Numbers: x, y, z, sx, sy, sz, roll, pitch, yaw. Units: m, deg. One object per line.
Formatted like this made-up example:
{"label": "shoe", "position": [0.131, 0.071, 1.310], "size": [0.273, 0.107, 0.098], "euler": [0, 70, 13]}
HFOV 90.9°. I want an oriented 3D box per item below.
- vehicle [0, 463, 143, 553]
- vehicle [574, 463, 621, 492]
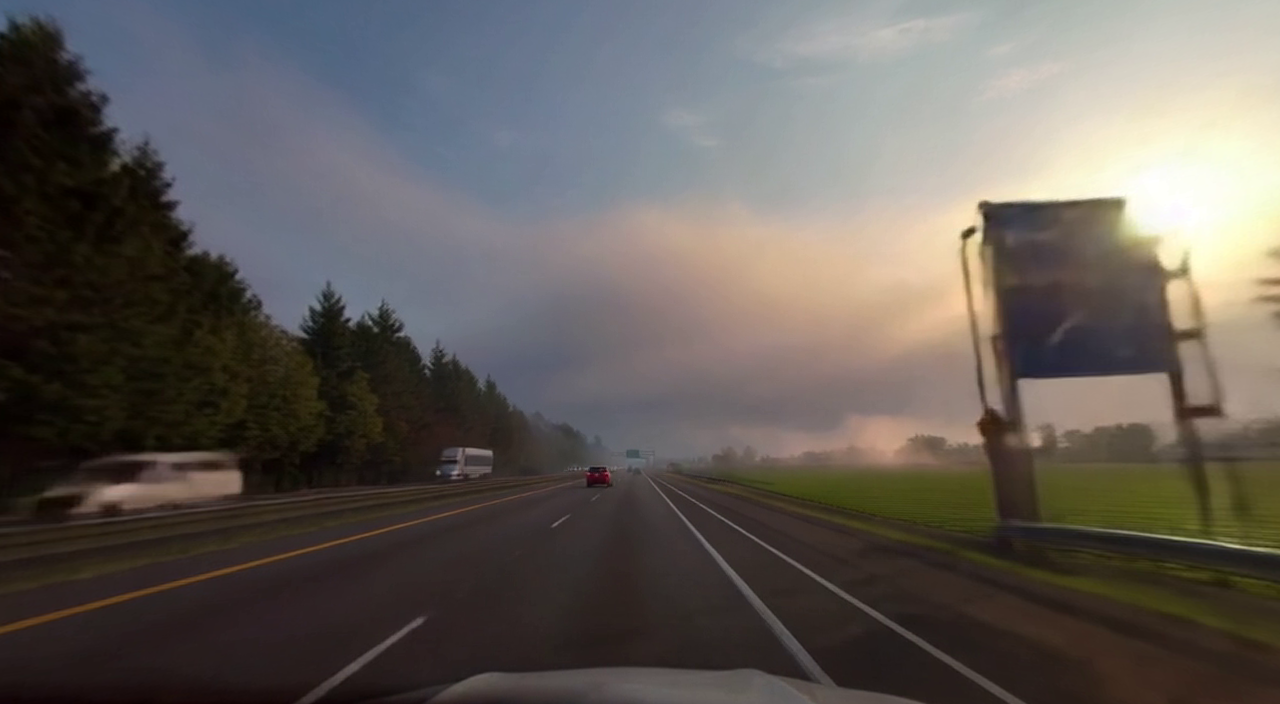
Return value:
{"label": "vehicle", "position": [-12.111, 2.929, 12.094], "size": [1.834, 1.541, 3.969], "euler": [1, -10, -1]}
{"label": "vehicle", "position": [-2.228, 6.813, 34.396], "size": [2.183, 1.435, 4.653], "euler": [1, -10, 1]}
